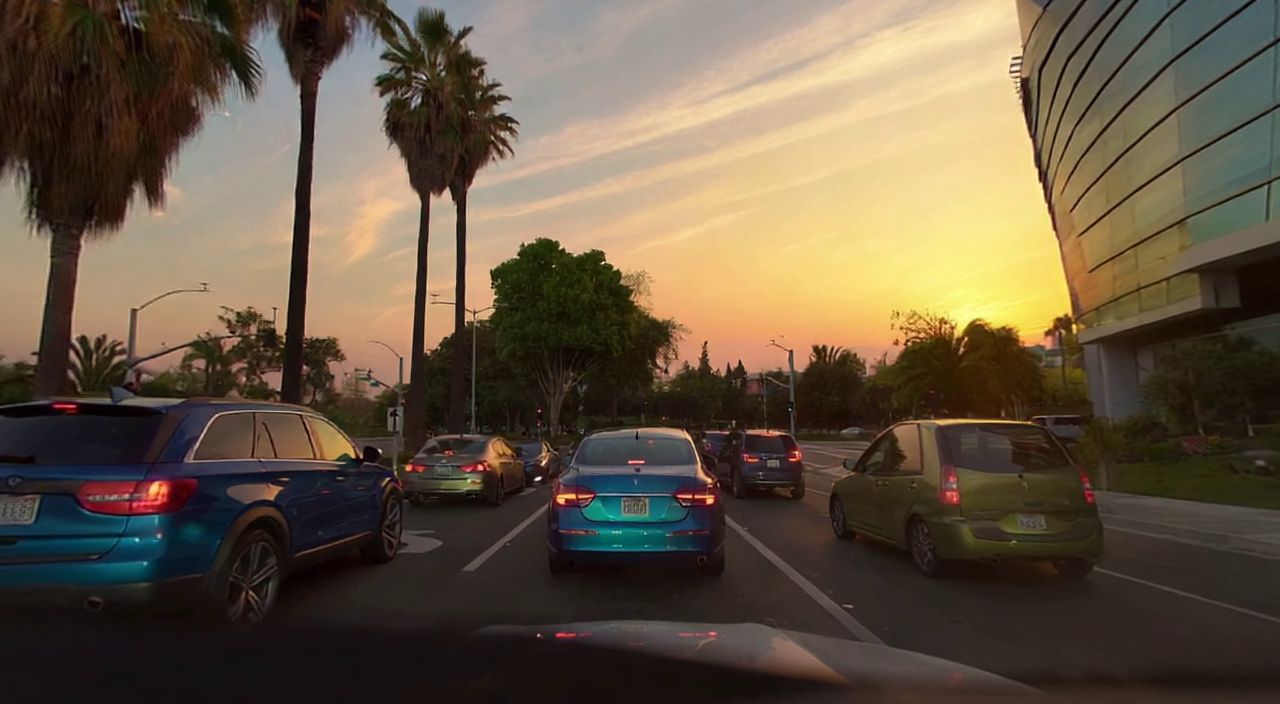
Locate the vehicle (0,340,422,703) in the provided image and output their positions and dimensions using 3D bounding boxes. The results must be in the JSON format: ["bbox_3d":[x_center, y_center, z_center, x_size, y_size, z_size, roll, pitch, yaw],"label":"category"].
[{"bbox_3d":[-3.536,1.141,5.099,2.014,1.775,4.404,0,-8,-1],"label":"vehicle"}]

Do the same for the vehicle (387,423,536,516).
[{"bbox_3d":[-3.465,2.353,13.073,1.917,1.631,3.768,0,-8,1],"label":"vehicle"}]

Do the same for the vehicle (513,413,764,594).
[{"bbox_3d":[-0.053,1.660,7.808,2.219,1.586,4.321,0,-8,-1],"label":"vehicle"}]

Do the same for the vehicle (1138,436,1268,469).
[{"bbox_3d":[25.466,4.548,28.637,4.014,1.417,1.777,-1,-8,5],"label":"vehicle"}]

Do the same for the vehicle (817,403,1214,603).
[{"bbox_3d":[3.842,1.620,7.675,2.064,1.696,4.431,0,-8,0],"label":"vehicle"}]
